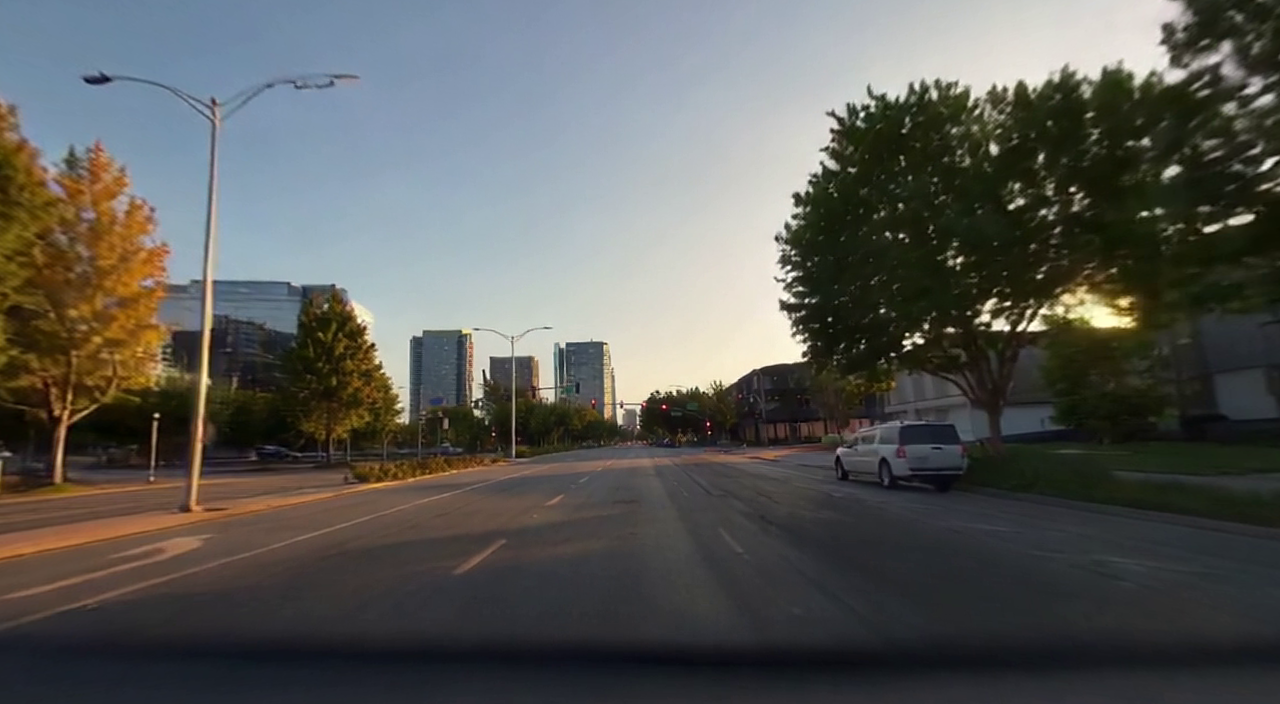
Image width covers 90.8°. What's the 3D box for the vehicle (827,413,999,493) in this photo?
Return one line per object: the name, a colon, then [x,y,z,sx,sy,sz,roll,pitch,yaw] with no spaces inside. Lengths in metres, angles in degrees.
vehicle: [7.389,2.843,18.027,2.234,1.880,5.812,0,-8,-1]
